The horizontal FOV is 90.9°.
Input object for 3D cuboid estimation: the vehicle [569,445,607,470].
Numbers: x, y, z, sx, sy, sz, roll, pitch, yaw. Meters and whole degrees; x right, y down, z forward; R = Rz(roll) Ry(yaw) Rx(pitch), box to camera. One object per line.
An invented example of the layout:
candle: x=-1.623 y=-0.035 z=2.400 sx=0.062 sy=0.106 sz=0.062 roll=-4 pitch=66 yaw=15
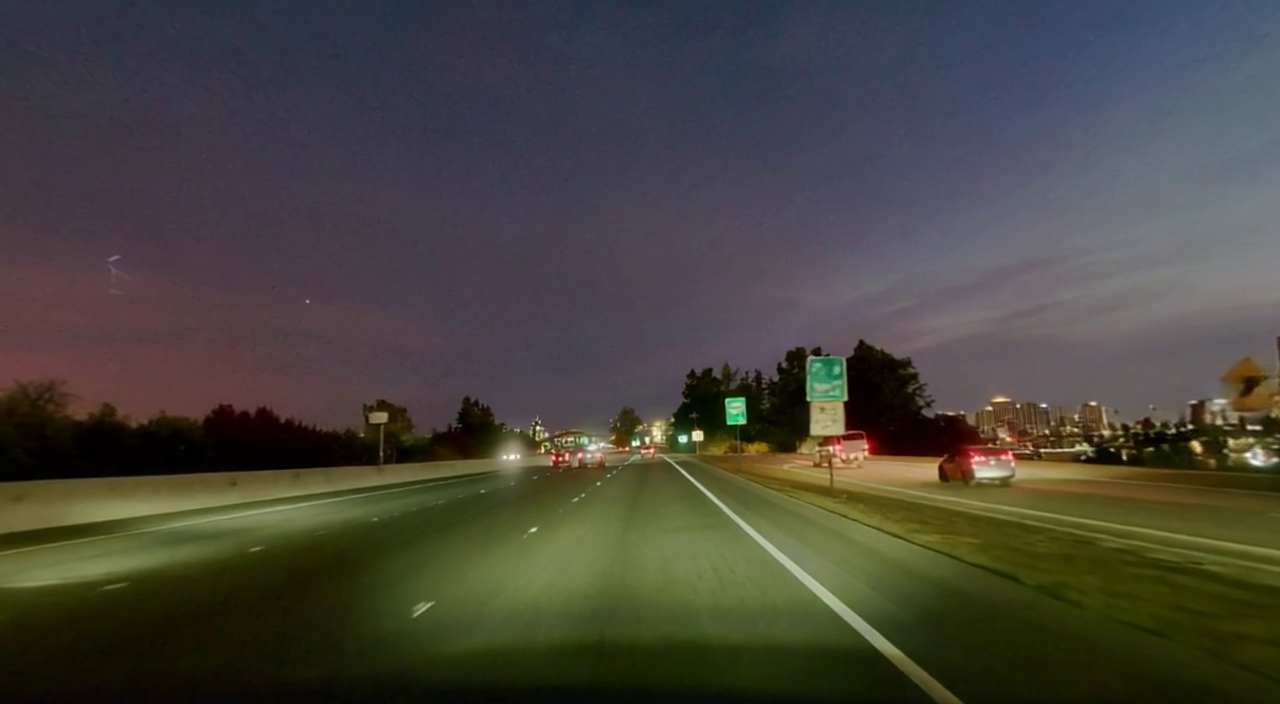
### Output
vehicle: x=-3.334 y=6.868 z=41.325 sx=2.112 sy=1.489 sz=4.266 roll=0 pitch=-8 yaw=0
